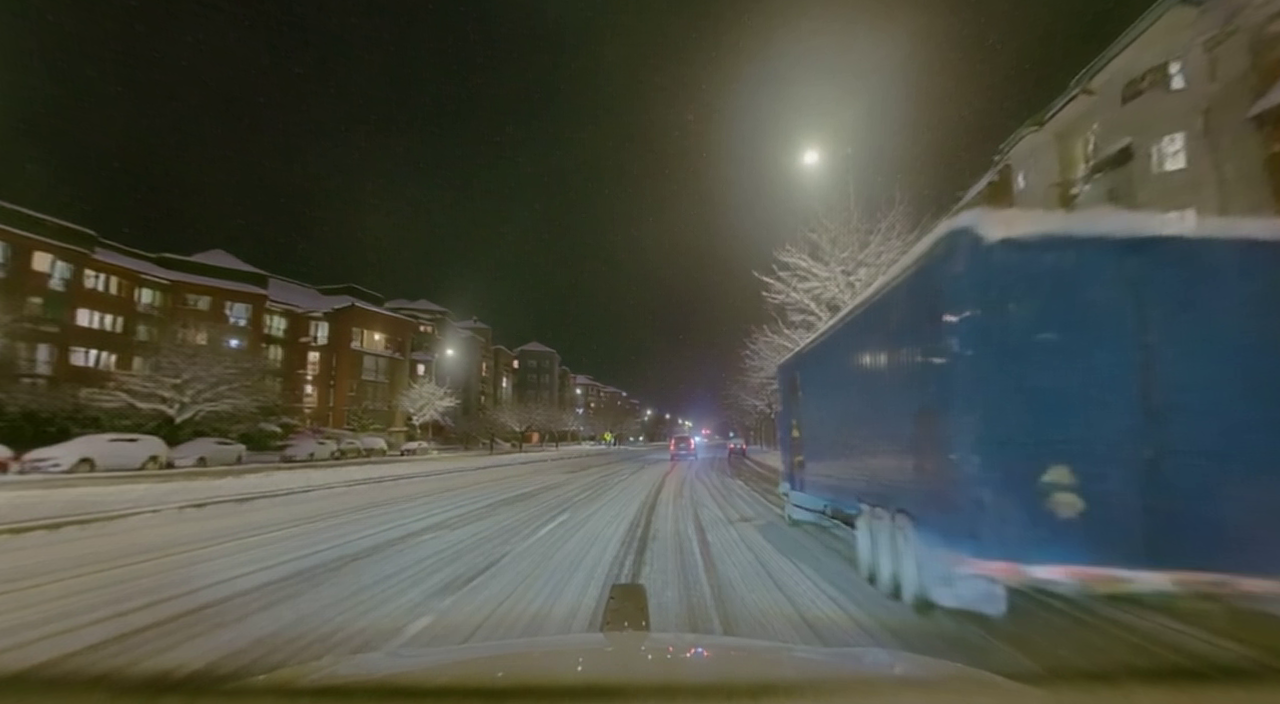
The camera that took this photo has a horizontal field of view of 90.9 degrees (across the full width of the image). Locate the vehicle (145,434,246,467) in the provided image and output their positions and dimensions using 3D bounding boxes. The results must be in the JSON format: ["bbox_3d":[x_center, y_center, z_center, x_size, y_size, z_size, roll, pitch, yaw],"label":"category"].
[{"bbox_3d":[-23.682,5.266,33.835,2.008,1.668,4.379,-1,-8,4],"label":"vehicle"}]

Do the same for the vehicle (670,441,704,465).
[{"bbox_3d":[2.839,6.028,37.853,1.871,1.370,4.206,-1,-8,5],"label":"vehicle"}]

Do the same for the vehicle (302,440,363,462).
[{"bbox_3d":[-22.484,7.238,46.231,1.772,1.447,4.582,-1,-8,6],"label":"vehicle"}]

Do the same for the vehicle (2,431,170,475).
[{"bbox_3d":[-24.235,4.440,27.980,2.242,1.693,5.560,-2,-9,4],"label":"vehicle"}]

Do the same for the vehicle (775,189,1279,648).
[{"bbox_3d":[4.111,1.012,8.747,2.945,3.277,8.473,0,-8,3],"label":"vehicle"}]

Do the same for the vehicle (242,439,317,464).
[{"bbox_3d":[-22.936,6.345,40.299,1.900,1.489,4.361,-1,-8,5],"label":"vehicle"}]
